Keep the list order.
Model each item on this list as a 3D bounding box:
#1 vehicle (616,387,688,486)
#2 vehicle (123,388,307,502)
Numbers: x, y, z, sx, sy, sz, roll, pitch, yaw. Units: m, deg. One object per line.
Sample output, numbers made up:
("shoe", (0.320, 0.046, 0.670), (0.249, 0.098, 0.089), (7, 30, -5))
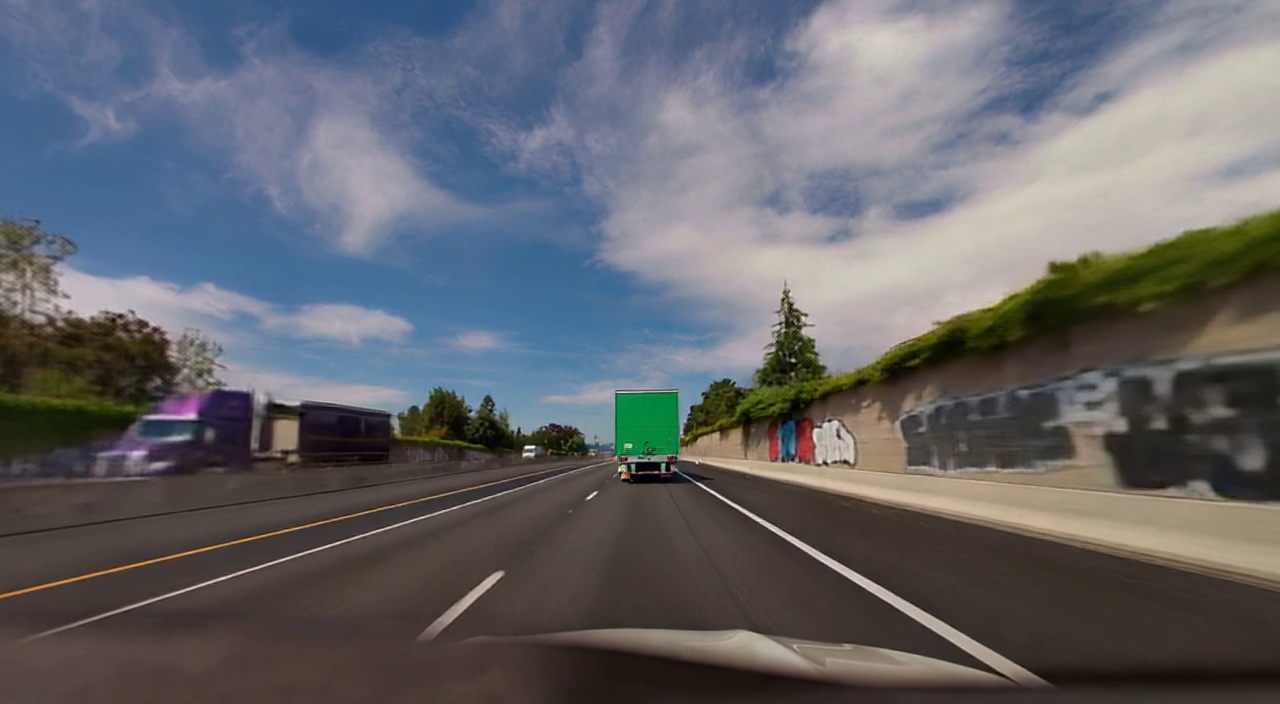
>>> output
("vehicle", (0.313, 4.155, 30.334), (2.900, 3.955, 10.151), (0, -9, -2))
("vehicle", (-16.503, 3.715, 25.120), (2.980, 3.948, 5.804), (0, -9, 1))
